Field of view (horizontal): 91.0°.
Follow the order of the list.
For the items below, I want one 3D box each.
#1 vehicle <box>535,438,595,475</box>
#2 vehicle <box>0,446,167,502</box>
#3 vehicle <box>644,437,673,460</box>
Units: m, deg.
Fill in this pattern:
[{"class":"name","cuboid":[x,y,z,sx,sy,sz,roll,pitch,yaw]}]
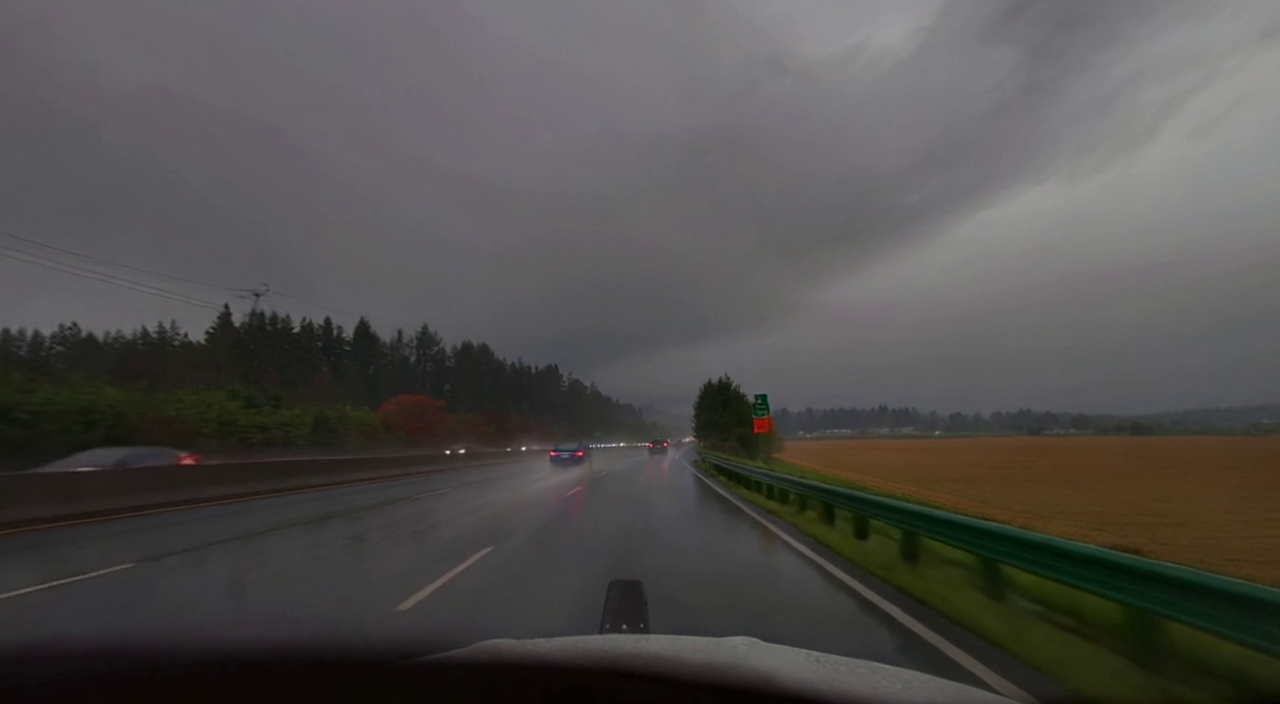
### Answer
[{"class":"vehicle","cuboid":[-3.215,4.593,27.919,2.021,1.515,4.453,0,-8,2]},{"class":"vehicle","cuboid":[-16.115,3.437,18.237,1.804,1.419,3.775,0,-8,1]},{"class":"vehicle","cuboid":[1.448,7.590,49.813,2.176,1.725,4.182,0,-8,2]}]
